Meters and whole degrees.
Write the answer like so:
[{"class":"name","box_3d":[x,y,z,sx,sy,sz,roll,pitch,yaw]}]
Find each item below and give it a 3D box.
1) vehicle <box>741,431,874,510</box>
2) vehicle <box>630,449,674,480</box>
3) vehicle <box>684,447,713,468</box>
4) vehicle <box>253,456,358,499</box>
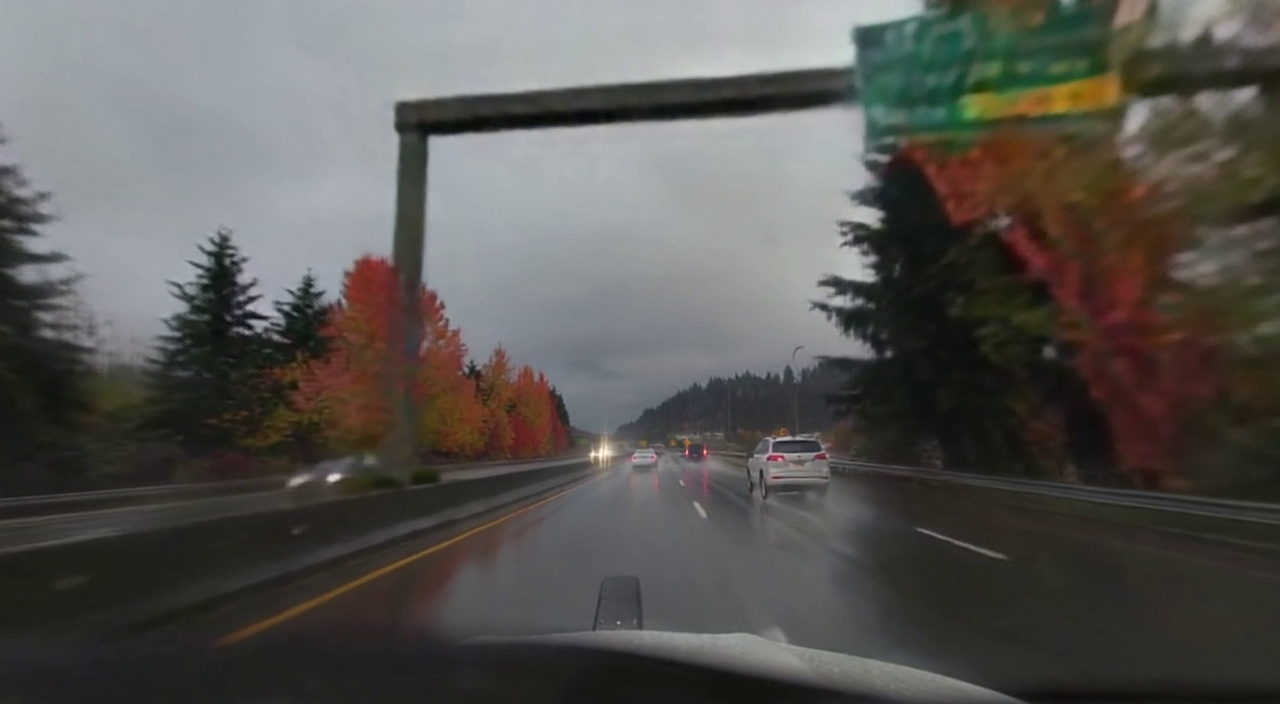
[{"class":"vehicle","box_3d":[4.071,2.970,16.122,2.250,1.718,4.358,0,-9,1]},{"class":"vehicle","box_3d":[0.617,5.535,31.201,2.037,1.418,3.793,-1,-9,1]},{"class":"vehicle","box_3d":[4.536,8.293,49.318,1.959,1.528,4.207,-1,-9,1]},{"class":"vehicle","box_3d":[-13.671,5.128,25.977,1.886,1.531,4.272,-1,-9,2]}]
